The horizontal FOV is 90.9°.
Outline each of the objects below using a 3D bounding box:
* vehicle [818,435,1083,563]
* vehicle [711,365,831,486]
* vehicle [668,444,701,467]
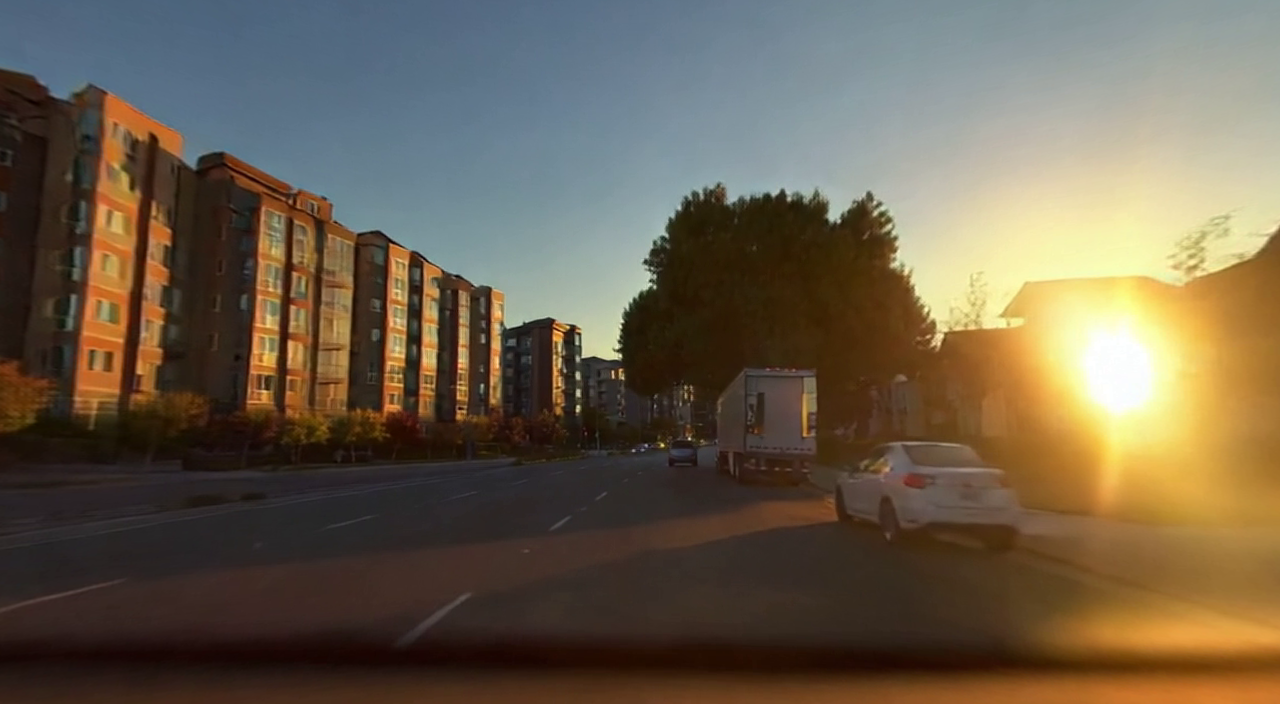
[{"bbox_3d":[4.295,2.065,9.756,1.884,1.472,4.650,0,-8,2],"label":"vehicle"},{"bbox_3d":[5.032,3.378,27.401,3.157,3.982,13.307,0,-8,3],"label":"vehicle"},{"bbox_3d":[2.915,6.664,40.653,1.871,1.370,4.206,-1,-9,7],"label":"vehicle"}]
